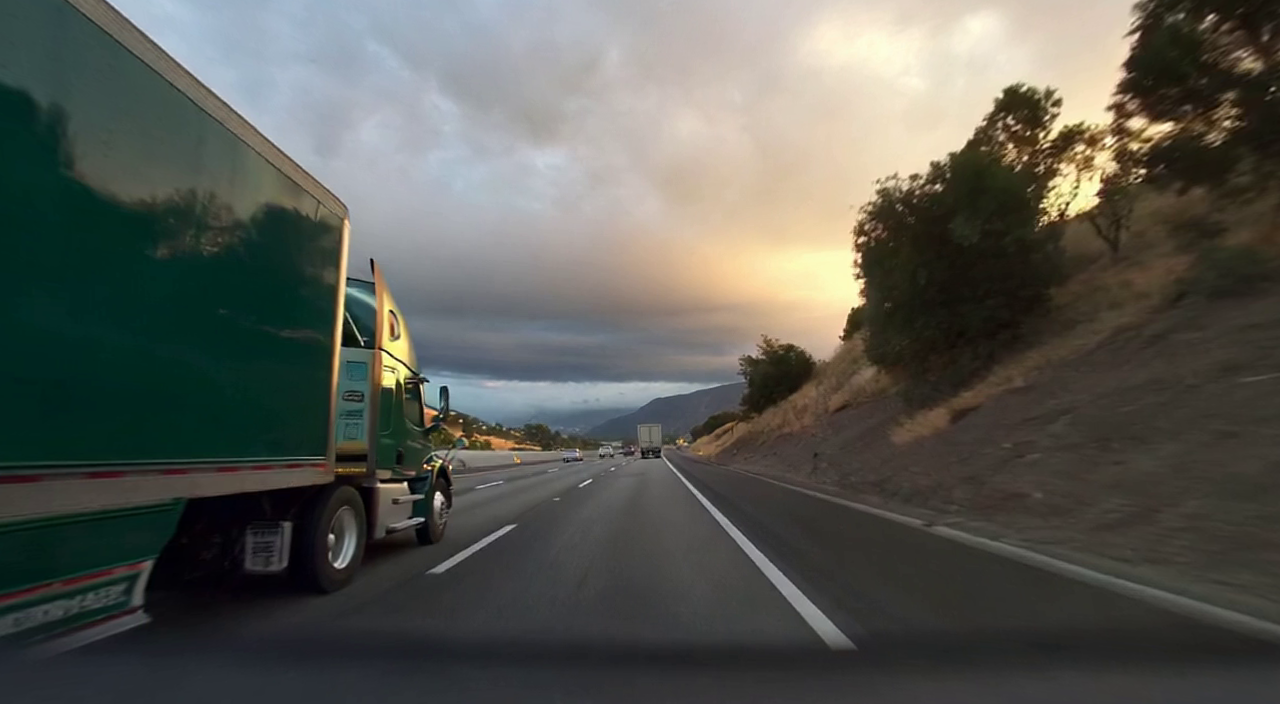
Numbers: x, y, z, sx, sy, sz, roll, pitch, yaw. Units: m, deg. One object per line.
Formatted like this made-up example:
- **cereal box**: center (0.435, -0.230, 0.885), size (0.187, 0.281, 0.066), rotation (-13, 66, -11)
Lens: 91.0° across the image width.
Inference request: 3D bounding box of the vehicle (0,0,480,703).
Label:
- **vehicle**: center (-3.716, 0.299, 4.703), size (2.989, 3.493, 8.299), rotation (1, -9, -1)
